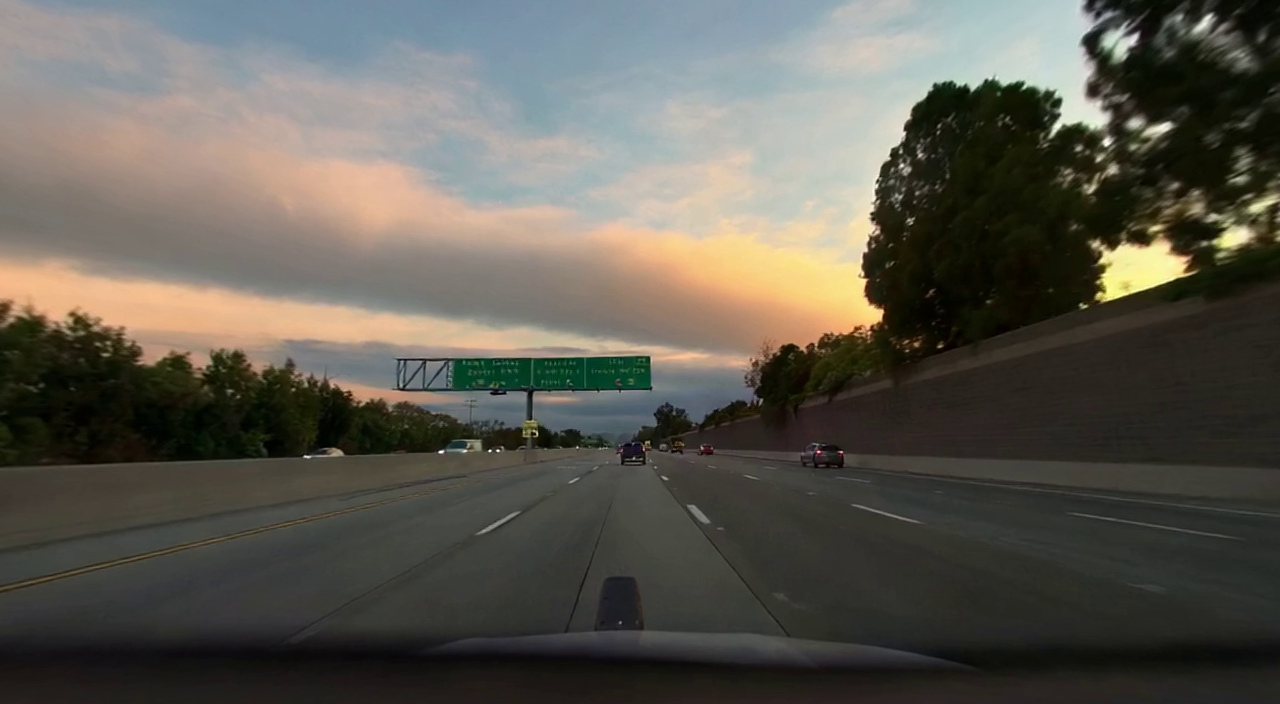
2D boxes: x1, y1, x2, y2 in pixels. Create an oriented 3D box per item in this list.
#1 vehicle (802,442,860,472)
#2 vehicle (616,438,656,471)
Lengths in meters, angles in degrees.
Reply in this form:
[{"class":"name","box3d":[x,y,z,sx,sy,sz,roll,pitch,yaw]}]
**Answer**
[{"class":"vehicle","box3d":[11.173,6.151,37.248,1.912,1.673,4.438,0,-9,-1]},{"class":"vehicle","box3d":[-0.285,5.819,36.079,2.121,1.739,4.087,0,-9,-2]}]
